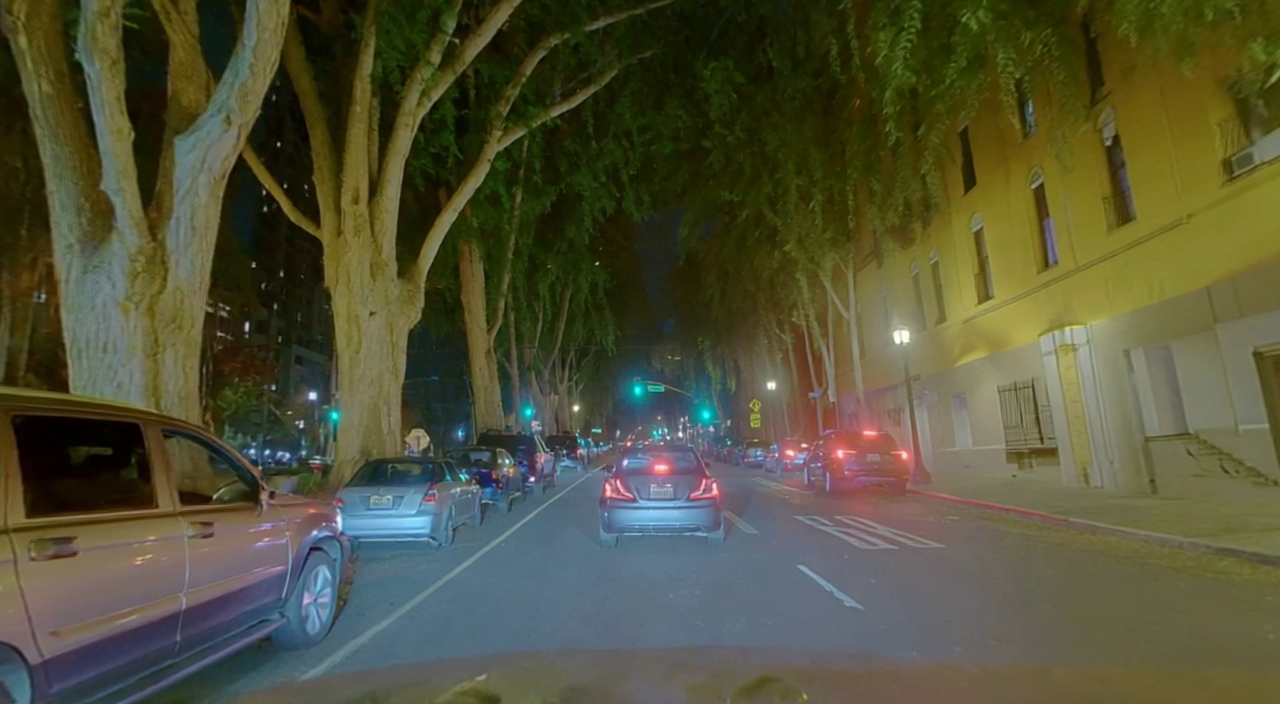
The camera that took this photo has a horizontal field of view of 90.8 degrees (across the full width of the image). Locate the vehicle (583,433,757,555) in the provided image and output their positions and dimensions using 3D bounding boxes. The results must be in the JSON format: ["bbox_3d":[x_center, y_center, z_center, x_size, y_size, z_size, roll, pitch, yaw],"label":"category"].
[{"bbox_3d":[0.271,1.997,9.584,2.095,1.438,3.843,0,-9,-3],"label":"vehicle"}]

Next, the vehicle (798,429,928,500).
[{"bbox_3d":[6.346,3.251,18.681,2.025,1.808,4.579,0,-9,-2],"label":"vehicle"}]

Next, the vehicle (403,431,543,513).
[{"bbox_3d":[-3.508,2.617,14.248,1.901,1.522,4.556,0,-9,0],"label":"vehicle"}]

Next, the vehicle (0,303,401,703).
[{"bbox_3d":[-3.267,0.934,3.394,2.152,1.802,4.628,0,-9,0],"label":"vehicle"}]
